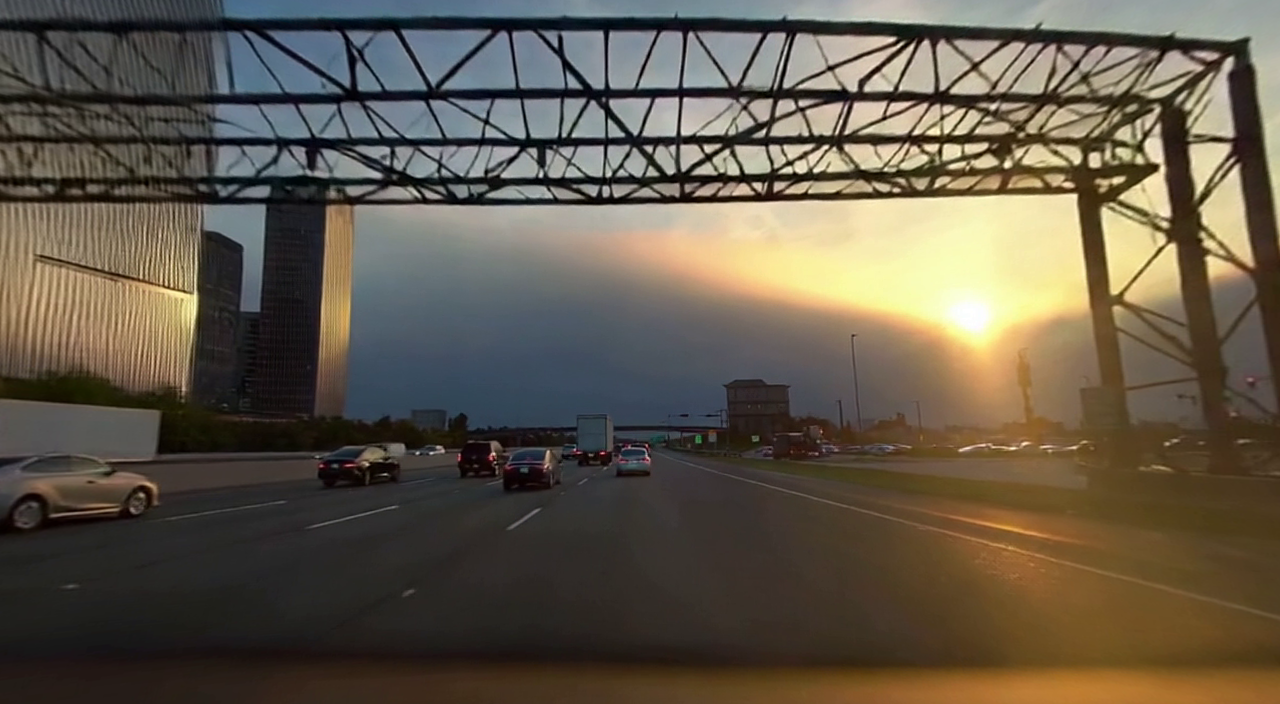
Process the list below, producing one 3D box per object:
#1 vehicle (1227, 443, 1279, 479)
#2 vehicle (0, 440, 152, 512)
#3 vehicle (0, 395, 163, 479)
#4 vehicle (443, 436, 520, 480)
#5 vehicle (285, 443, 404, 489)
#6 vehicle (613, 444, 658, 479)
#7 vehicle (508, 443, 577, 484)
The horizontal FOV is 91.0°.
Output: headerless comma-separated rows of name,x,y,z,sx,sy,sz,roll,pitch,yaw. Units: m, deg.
vehicle,28.908,4.933,28.713,2.059,1.507,4.352,-5,-10,30
vehicle,-14.392,2.845,14.823,1.948,1.483,4.814,0,-9,0
vehicle,-30.131,4.357,31.833,2.988,3.703,11.460,0,-9,0
vehicle,-7.057,4.793,28.693,2.190,1.821,4.800,0,-9,1
vehicle,-10.592,4.099,23.064,1.987,1.495,4.710,0,-9,1
vehicle,-0.205,5.134,29.744,1.991,1.488,3.922,0,-9,0
vehicle,-3.838,4.483,25.564,2.016,1.497,4.235,0,-9,1
